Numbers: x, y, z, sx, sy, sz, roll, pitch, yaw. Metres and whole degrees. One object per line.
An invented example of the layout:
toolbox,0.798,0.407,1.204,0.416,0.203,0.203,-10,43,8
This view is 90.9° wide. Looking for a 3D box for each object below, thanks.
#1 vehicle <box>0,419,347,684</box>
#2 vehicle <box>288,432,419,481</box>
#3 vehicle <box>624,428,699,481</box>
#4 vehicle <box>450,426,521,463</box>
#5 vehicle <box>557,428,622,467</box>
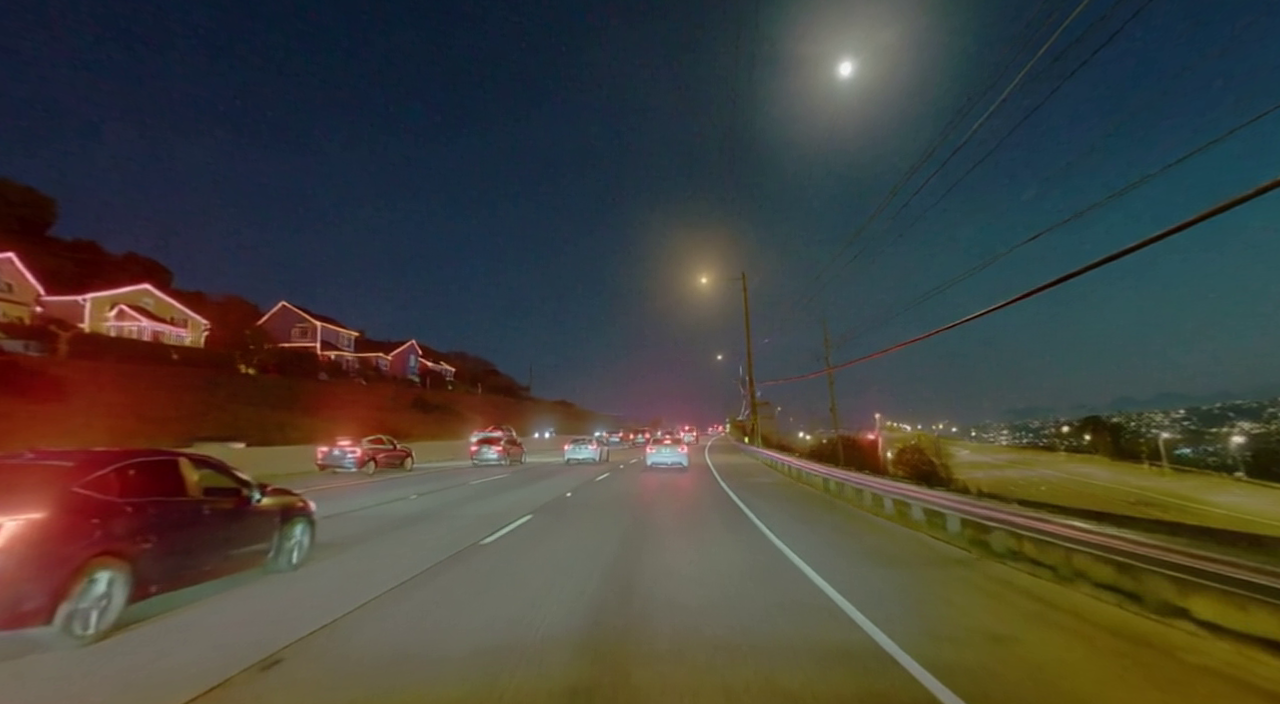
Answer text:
vehicle,-4.523,1.342,5.002,1.956,1.478,4.789,-1,-8,2
vehicle,-9.567,3.541,21.551,1.959,1.469,4.450,-1,-9,8
vehicle,0.741,3.187,19.795,2.109,1.495,3.935,-1,-8,4
vehicle,-8.173,4.952,33.850,2.080,1.833,4.461,-2,-9,9
vehicle,-2.195,4.381,28.918,2.121,1.639,4.383,-1,-9,7
